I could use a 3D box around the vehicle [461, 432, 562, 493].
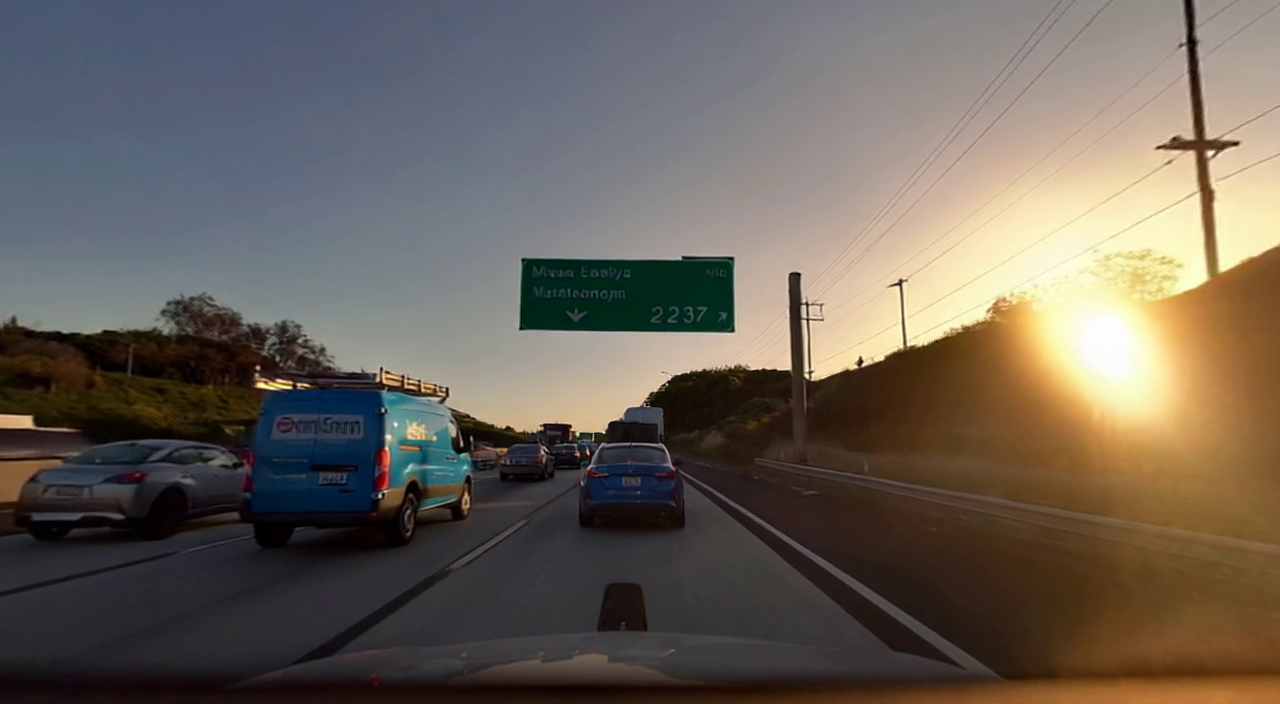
[{"bbox_3d":[-3.826,3.392,19.601,2.114,1.657,4.432,0,-8,2],"label":"vehicle"}]

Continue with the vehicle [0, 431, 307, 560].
[{"bbox_3d":[-7.415,2.034,9.730,1.933,1.506,4.504,0,-8,1],"label":"vehicle"}]

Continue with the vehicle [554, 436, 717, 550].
[{"bbox_3d":[-0.064,2.090,10.046,2.054,1.421,4.090,0,-8,0],"label":"vehicle"}]

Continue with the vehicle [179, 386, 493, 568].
[{"bbox_3d":[-3.826,1.681,9.122,2.142,1.952,4.556,0,-8,2],"label":"vehicle"}]
